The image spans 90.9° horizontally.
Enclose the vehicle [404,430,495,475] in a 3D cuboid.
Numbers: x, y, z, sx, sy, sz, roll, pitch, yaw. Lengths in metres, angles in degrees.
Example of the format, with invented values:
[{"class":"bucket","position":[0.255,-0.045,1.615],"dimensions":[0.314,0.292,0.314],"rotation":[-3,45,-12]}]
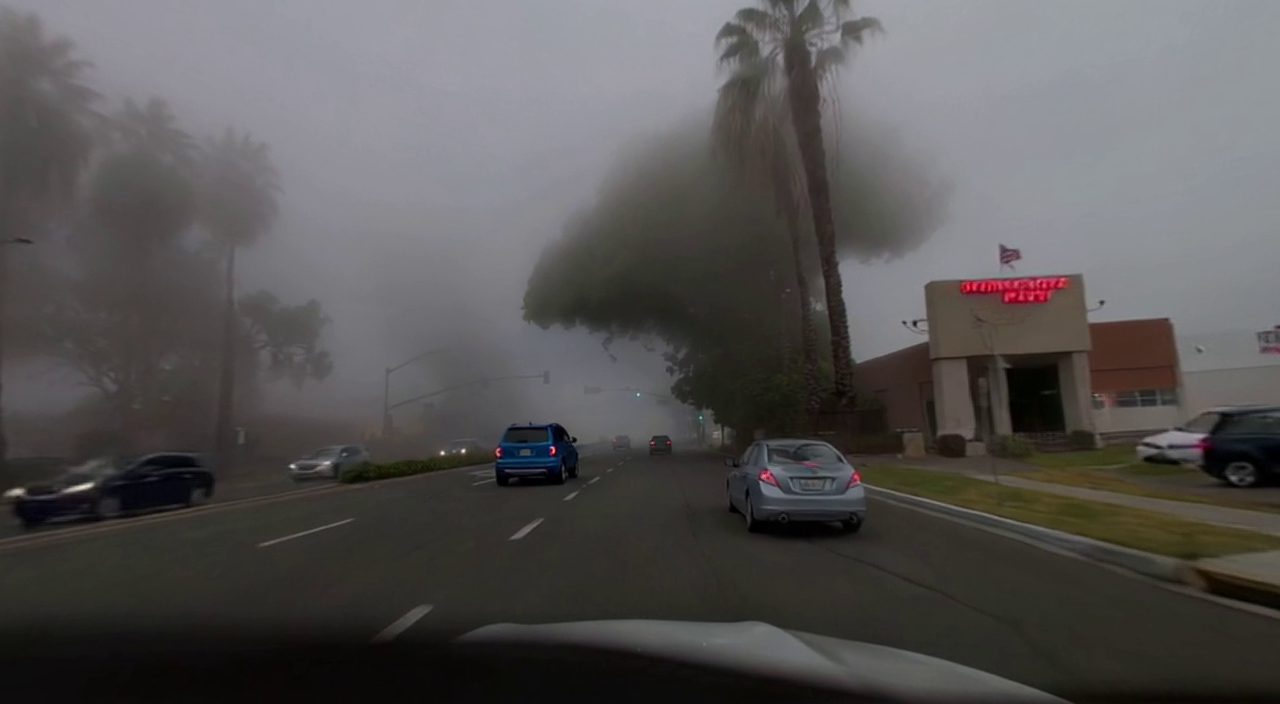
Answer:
[{"class":"vehicle","position":[-6.599,3.541,22.354],"dimensions":[1.751,1.445,4.340],"rotation":[0,-9,2]}]

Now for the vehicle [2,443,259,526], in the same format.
[{"class":"vehicle","position":[-10.797,2.794,13.910],"dimensions":[2.025,1.525,4.318],"rotation":[0,-9,0]}]

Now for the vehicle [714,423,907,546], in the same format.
[{"class":"vehicle","position":[2.326,1.939,9.938],"dimensions":[1.919,1.472,4.470],"rotation":[0,-8,2]}]

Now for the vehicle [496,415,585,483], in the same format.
[{"class":"vehicle","position":[-3.134,3.207,20.918],"dimensions":[2.152,1.987,4.527],"rotation":[0,-9,1]}]

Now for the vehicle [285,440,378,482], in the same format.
[{"class":"vehicle","position":[-14.228,5.034,29.385],"dimensions":[1.961,1.757,4.557],"rotation":[0,-9,0]}]

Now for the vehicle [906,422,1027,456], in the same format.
[{"class":"vehicle","position":[15.354,4.151,29.915],"dimensions":[4.680,1.506,2.017],"rotation":[-2,-9,14]}]
